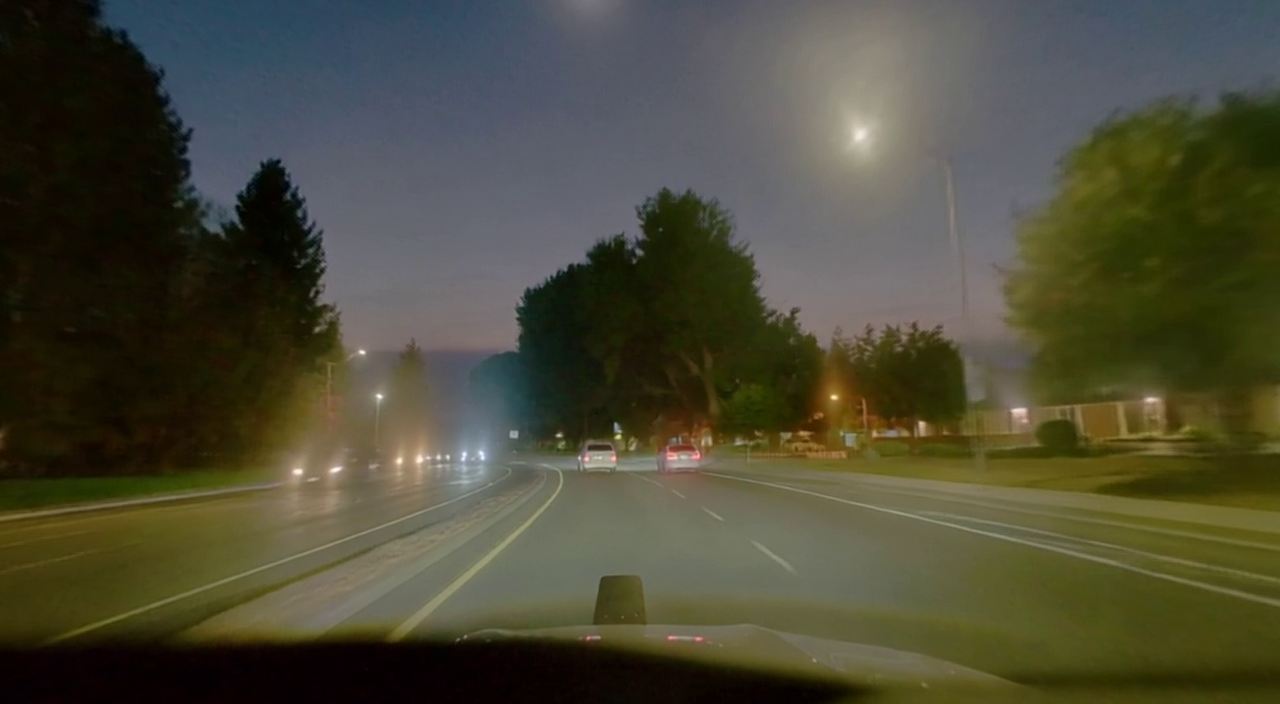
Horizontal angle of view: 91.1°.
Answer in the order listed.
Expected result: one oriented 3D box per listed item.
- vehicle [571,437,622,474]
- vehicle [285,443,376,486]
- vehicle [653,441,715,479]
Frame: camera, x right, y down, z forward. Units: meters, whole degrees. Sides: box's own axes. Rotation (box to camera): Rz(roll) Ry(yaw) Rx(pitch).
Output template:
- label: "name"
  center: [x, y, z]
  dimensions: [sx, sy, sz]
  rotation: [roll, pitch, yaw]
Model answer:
- label: "vehicle"
  center: [-2.346, 5.389, 32.766]
  dimensions: [2.165, 1.783, 4.391]
  rotation: [2, -9, -10]
- label: "vehicle"
  center: [-14.579, 5.289, 29.946]
  dimensions: [2.162, 1.848, 5.214]
  rotation: [1, -9, -7]
- label: "vehicle"
  center: [1.839, 4.747, 27.886]
  dimensions: [1.915, 1.495, 4.880]
  rotation: [1, -9, -6]
